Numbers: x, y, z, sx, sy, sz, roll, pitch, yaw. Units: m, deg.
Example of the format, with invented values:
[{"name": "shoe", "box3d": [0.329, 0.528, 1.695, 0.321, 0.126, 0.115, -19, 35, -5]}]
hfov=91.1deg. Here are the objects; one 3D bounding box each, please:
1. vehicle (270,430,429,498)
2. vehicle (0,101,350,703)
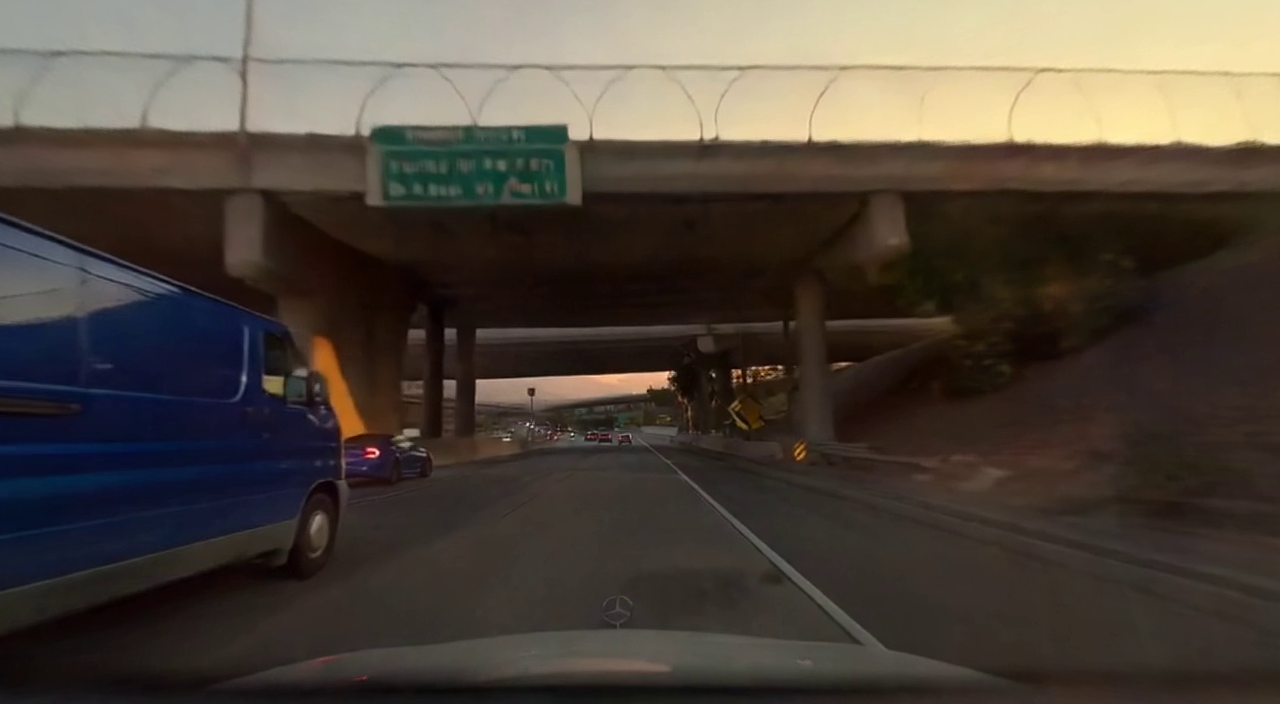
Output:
[{"name": "vehicle", "box3d": [-7.047, 2.729, 15.841, 1.949, 1.465, 4.318, 0, -8, 0]}, {"name": "vehicle", "box3d": [-4.134, 0.204, 2.463, 2.428, 2.782, 7.330, 0, -8, 0]}]
